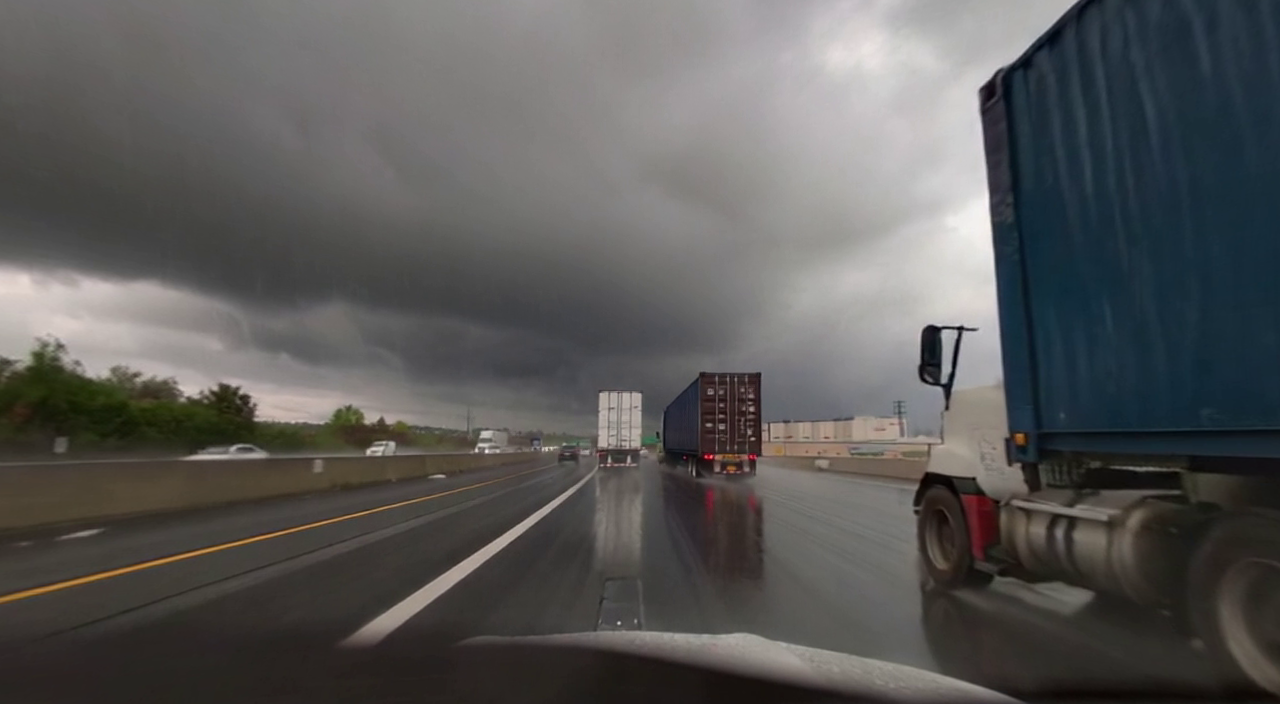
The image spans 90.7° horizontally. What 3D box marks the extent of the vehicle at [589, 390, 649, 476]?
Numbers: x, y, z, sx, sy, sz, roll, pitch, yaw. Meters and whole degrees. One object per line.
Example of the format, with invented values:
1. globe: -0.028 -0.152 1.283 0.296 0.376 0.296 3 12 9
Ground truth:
1. vehicle: -1.132 4.738 36.246 2.841 4.071 12.046 0 -8 -1

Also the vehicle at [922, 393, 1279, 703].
1. vehicle: 3.248 0.958 2.707 2.073 1.474 4.320 0 -8 0

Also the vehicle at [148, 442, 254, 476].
1. vehicle: -20.528 4.997 29.853 1.945 1.458 4.381 0 -9 -1

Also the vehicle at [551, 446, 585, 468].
1. vehicle: -5.172 7.555 45.894 2.138 1.478 4.641 0 -9 -2

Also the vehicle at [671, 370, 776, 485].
1. vehicle: 3.252 3.595 28.854 2.803 4.072 12.744 0 -8 -1
